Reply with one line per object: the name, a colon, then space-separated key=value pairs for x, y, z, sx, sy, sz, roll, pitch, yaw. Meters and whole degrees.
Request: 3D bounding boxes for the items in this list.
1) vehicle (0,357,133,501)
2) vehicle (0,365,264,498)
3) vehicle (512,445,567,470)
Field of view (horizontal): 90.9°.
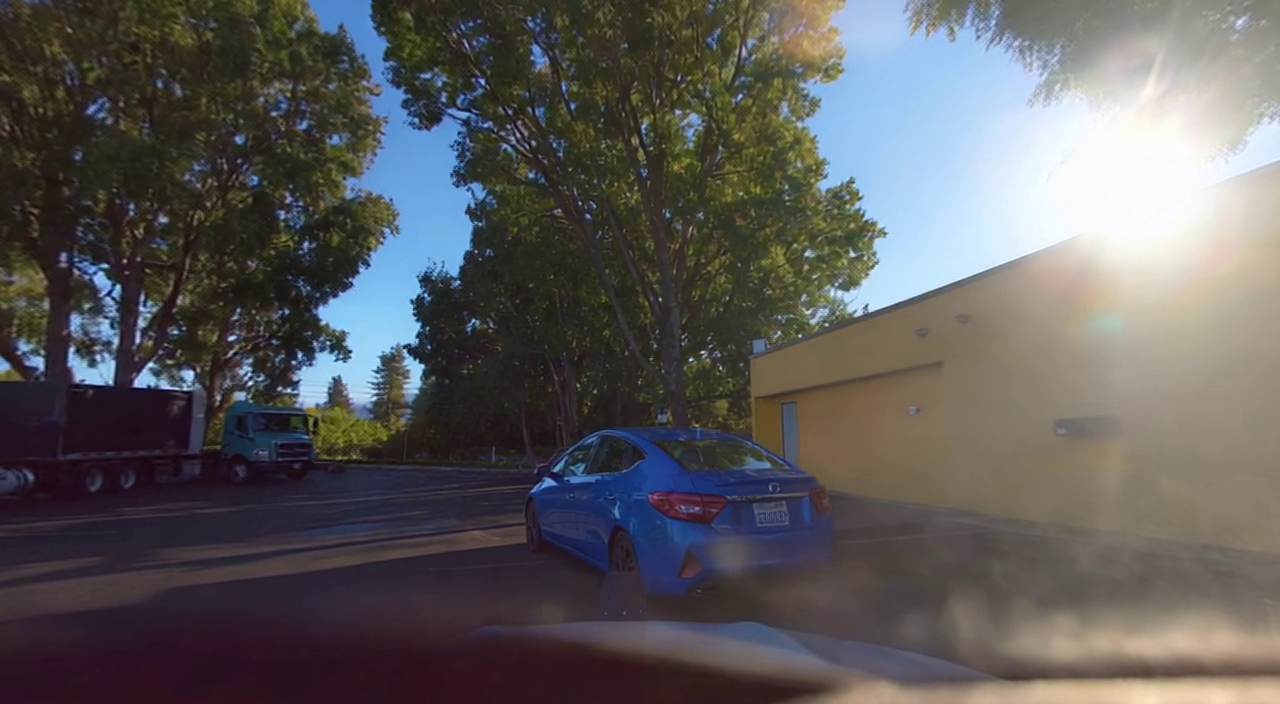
vehicle: x=-21.609 y=2.705 z=20.990 sx=11.512 sy=3.871 sz=3.038 roll=-5 pitch=-10 yaw=30
vehicle: x=-19.194 y=3.075 z=23.479 sx=11.906 sy=4.069 sz=2.948 roll=-5 pitch=-10 yaw=28
vehicle: x=-6.305 y=6.684 z=39.970 sx=1.809 sy=1.506 sz=3.473 roll=-4 pitch=-10 yaw=25
